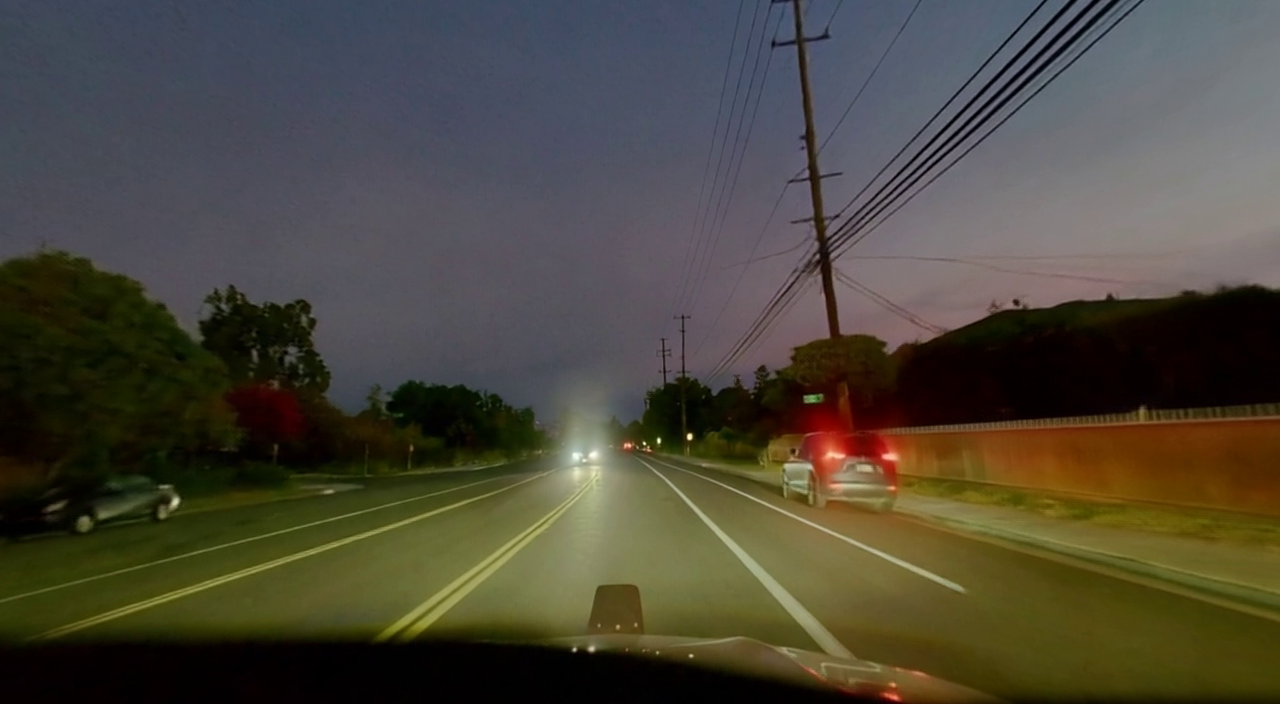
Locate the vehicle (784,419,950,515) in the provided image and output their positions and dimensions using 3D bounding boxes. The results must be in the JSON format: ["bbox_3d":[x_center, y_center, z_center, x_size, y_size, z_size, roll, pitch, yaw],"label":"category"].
[{"bbox_3d":[5.419,2.846,16.143,2.238,1.995,5.491,0,-9,1],"label":"vehicle"}]

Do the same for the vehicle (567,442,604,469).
[{"bbox_3d":[-4.084,7.861,48.132,2.357,1.893,5.084,0,-9,0],"label":"vehicle"}]

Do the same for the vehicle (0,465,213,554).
[{"bbox_3d":[-13.197,3.712,15.513,2.106,1.606,4.804,-2,-8,0],"label":"vehicle"}]
